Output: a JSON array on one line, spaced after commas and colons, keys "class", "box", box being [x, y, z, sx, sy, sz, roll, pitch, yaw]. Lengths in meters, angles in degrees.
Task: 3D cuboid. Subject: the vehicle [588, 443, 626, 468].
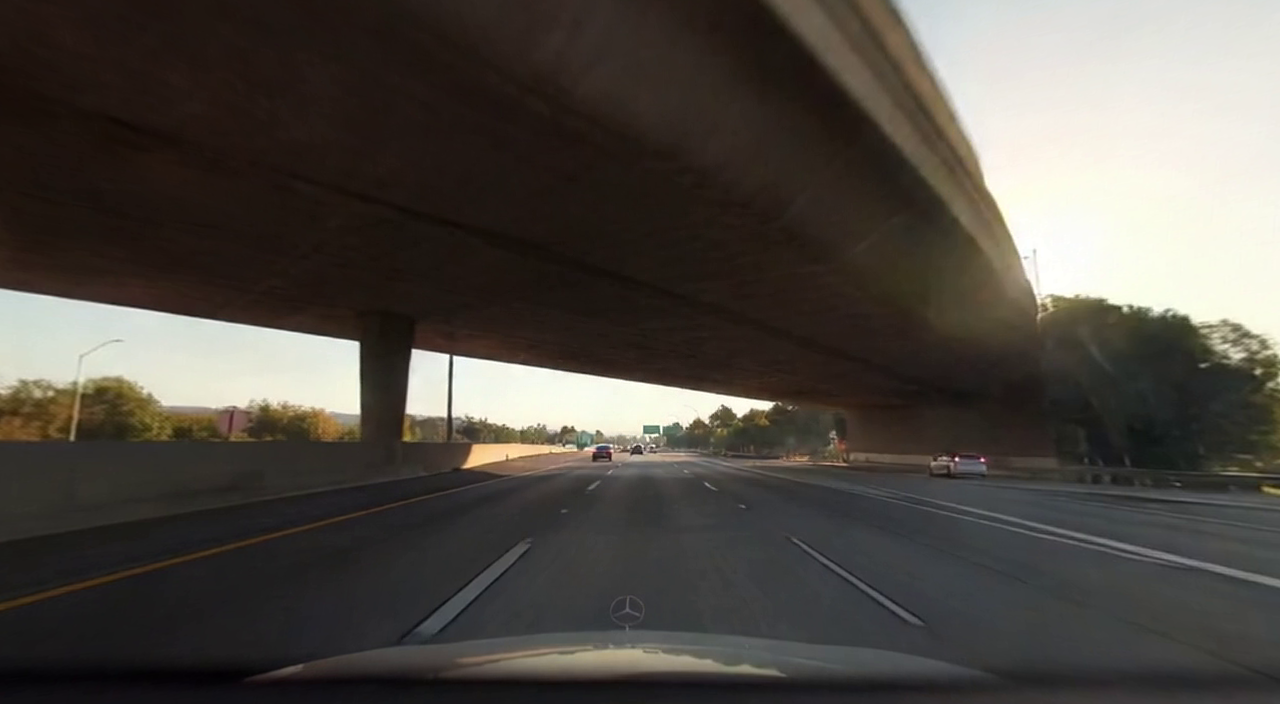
[{"class": "vehicle", "box": [-2.073, 6.636, 40.668, 1.968, 1.504, 3.892, -1, -8, 4]}]
